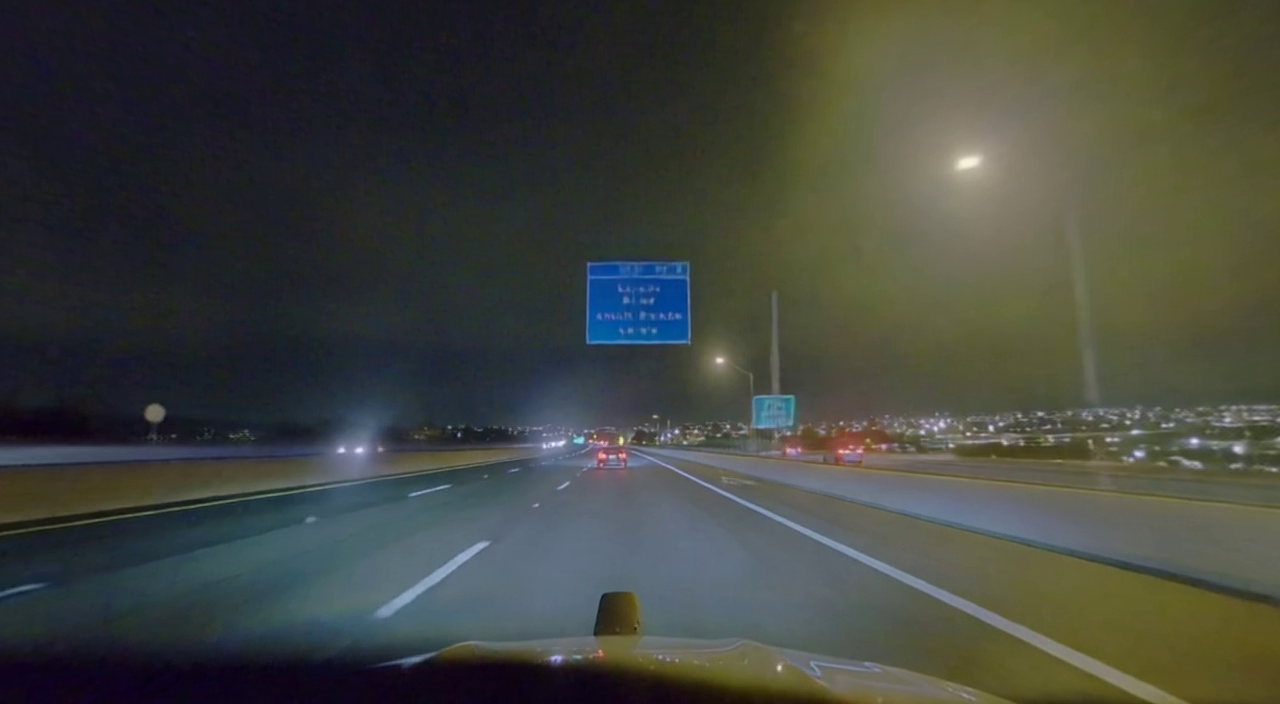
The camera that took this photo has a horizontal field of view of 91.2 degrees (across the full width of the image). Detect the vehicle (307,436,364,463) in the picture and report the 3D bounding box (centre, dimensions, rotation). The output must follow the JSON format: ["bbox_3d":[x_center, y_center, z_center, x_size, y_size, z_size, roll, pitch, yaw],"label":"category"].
[{"bbox_3d":[-19.418,6.245,40.204,1.950,1.575,4.284,1,-9,-7],"label":"vehicle"}]

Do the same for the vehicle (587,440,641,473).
[{"bbox_3d":[-1.226,5.207,31.414,2.055,1.509,4.255,-2,-9,7],"label":"vehicle"}]
